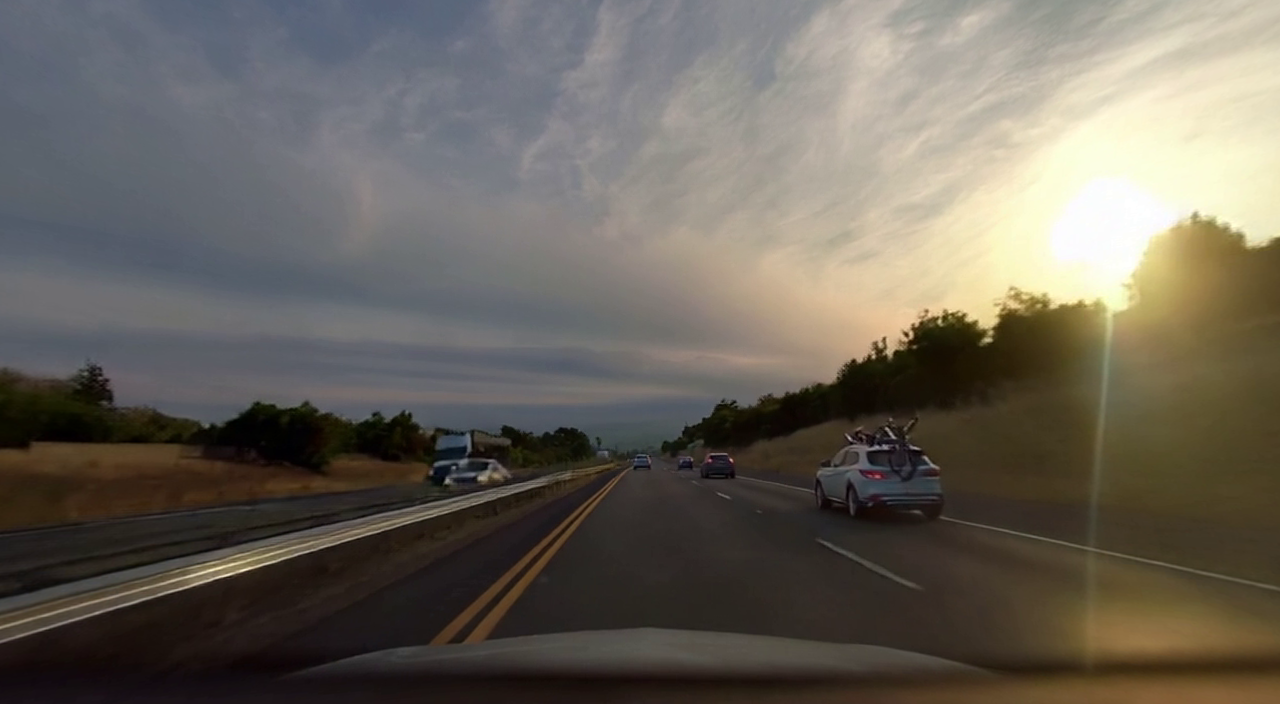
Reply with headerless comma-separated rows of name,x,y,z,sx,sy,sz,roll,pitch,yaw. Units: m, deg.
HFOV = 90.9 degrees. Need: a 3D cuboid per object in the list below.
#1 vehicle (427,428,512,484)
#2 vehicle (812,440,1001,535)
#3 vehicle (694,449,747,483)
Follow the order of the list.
vehicle,-12.579,7.871,47.990,3.046,3.630,12.421,0,-9,0
vehicle,4.883,2.513,12.205,1.964,1.513,3.707,0,-9,-1
vehicle,4.116,5.916,33.012,2.122,1.662,4.392,0,-9,-1
